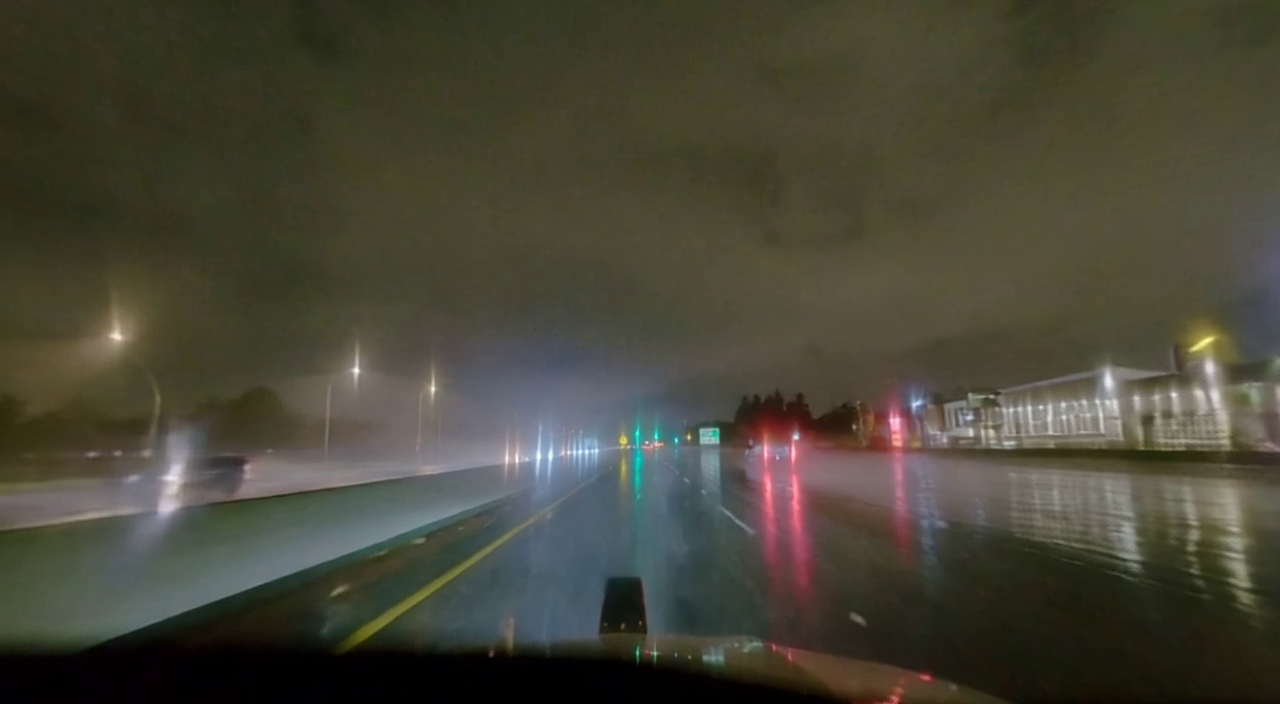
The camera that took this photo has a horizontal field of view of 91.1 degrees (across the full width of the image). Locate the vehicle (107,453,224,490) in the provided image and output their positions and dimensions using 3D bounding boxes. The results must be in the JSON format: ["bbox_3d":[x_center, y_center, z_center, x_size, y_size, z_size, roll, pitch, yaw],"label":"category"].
[{"bbox_3d":[-21.947,5.523,29.298,1.941,1.524,4.403,0,-8,1],"label":"vehicle"}]

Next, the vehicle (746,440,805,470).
[{"bbox_3d":[7.441,5.715,35.048,2.079,1.518,5.032,0,-8,-1],"label":"vehicle"}]
